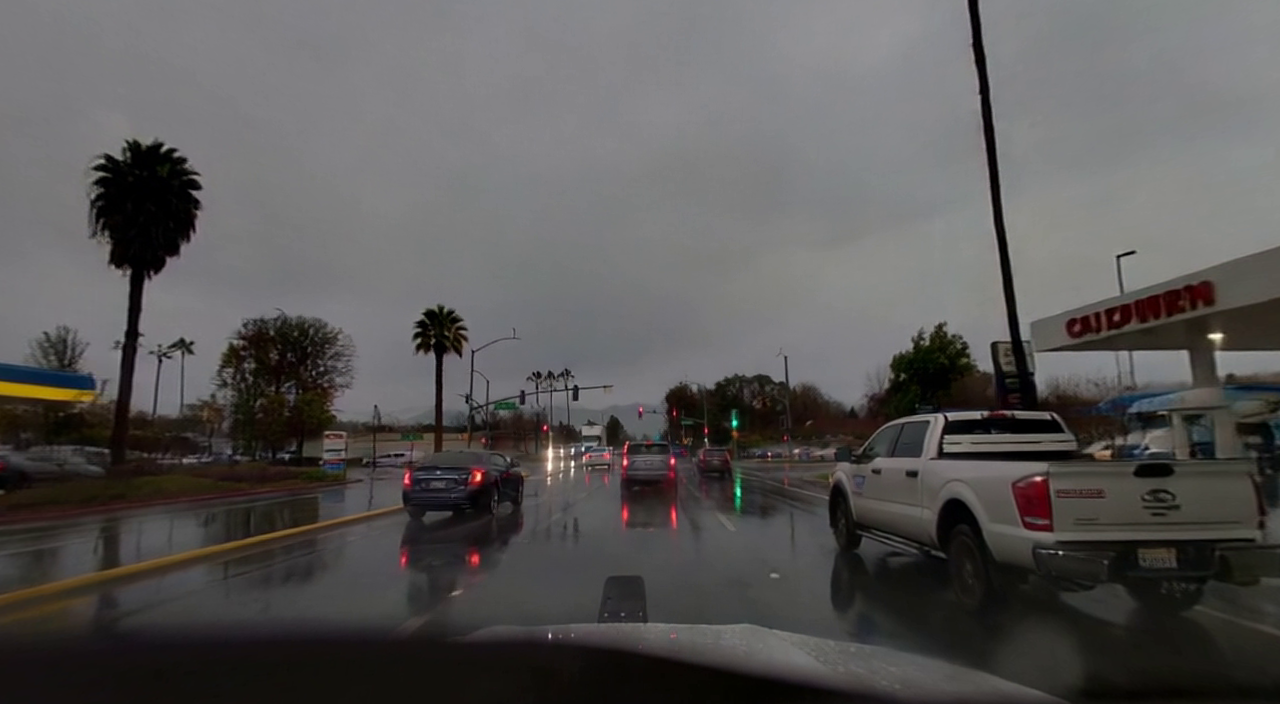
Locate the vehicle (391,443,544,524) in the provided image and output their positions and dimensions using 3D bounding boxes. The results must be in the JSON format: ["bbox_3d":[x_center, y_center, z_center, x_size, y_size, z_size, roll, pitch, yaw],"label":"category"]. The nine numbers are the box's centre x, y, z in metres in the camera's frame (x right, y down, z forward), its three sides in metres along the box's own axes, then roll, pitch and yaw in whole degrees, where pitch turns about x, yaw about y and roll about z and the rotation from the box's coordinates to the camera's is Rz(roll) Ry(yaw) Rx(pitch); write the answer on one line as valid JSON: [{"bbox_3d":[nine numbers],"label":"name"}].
[{"bbox_3d":[-3.591,2.812,14.136,1.983,1.502,4.720,0,-8,2],"label":"vehicle"}]

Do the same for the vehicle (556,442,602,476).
[{"bbox_3d":[-3.420,6.100,36.090,2.071,1.811,4.605,0,-8,2],"label":"vehicle"}]

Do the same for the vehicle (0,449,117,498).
[{"bbox_3d":[-29.352,5.763,30.401,2.543,2.092,6.613,0,-8,-2],"label":"vehicle"}]

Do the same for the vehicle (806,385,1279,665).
[{"bbox_3d":[3.649,1.537,6.955,2.120,1.828,5.531,0,-8,0],"label":"vehicle"}]

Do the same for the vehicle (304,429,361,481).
[{"bbox_3d":[-18.228,6.039,37.116,2.109,2.870,3.441,7,-11,-39],"label":"vehicle"}]

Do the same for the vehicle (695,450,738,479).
[{"bbox_3d":[4.097,6.094,34.271,1.901,1.401,3.965,0,-8,1],"label":"vehicle"}]

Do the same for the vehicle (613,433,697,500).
[{"bbox_3d":[0.433,3.588,20.139,2.295,1.835,5.471,0,-8,0],"label":"vehicle"}]
